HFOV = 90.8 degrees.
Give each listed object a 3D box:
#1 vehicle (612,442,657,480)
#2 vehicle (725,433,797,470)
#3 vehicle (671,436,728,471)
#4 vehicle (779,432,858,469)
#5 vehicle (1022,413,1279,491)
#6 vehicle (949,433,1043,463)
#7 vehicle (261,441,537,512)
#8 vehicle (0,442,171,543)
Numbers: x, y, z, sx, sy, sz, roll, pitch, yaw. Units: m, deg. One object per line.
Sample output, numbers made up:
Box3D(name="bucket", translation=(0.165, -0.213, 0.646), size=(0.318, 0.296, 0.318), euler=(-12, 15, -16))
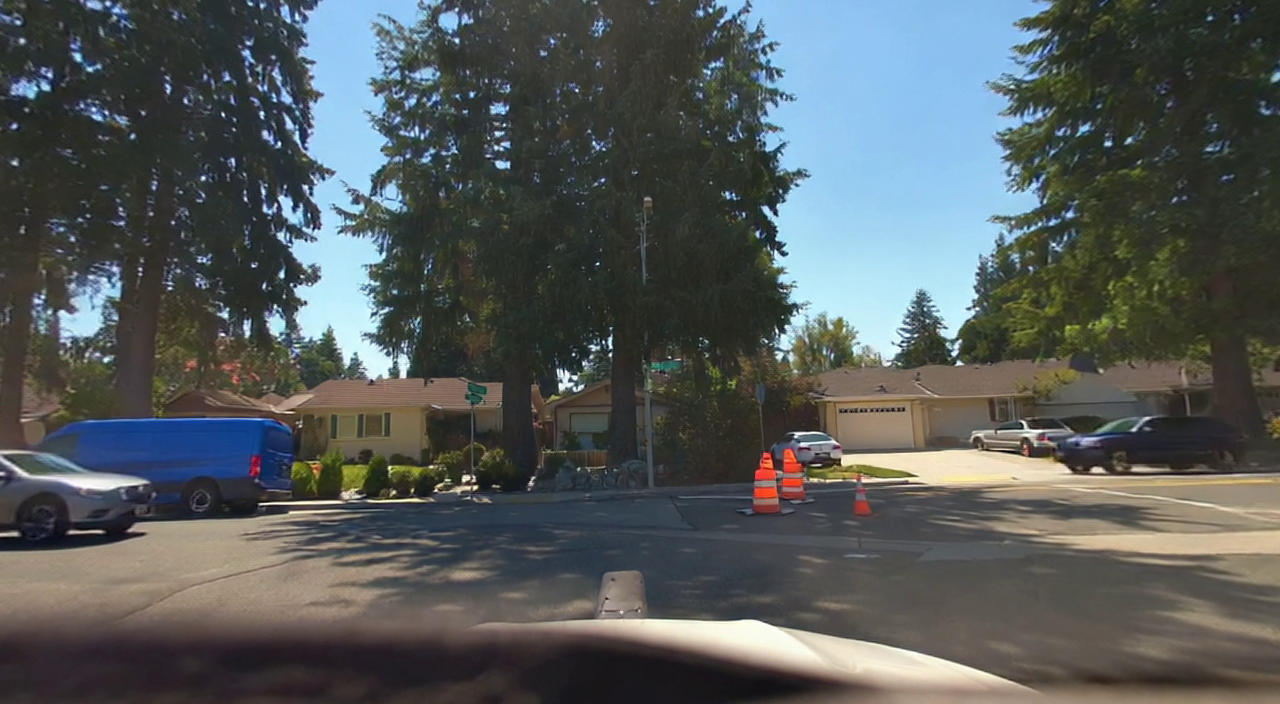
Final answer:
Box3D(name="vehicle", translation=(-0.300, 4.762, 27.930), size=(1.648, 1.430, 3.654), euler=(4, -9, -4))
Box3D(name="vehicle", translation=(5.344, 4.467, 28.498), size=(2.007, 1.555, 4.204), euler=(1, -9, -7))
Box3D(name="vehicle", translation=(2.589, 4.538, 28.357), size=(1.745, 1.461, 4.074), euler=(1, -9, -6))
Box3D(name="vehicle", translation=(8.067, 4.495, 28.963), size=(1.893, 1.529, 4.422), euler=(1, -9, -7))
Box3D(name="vehicle", translation=(13.078, 2.575, 16.369), size=(5.047, 1.851, 2.103), euler=(1, -9, -5))
Box3D(name="vehicle", translation=(23.388, 6.295, 41.629), size=(4.984, 1.912, 2.132), euler=(1, -8, -5))
Box3D(name="vehicle", translation=(-6.368, 3.413, 17.784), size=(6.643, 1.777, 2.925), euler=(1, -8, -6))
Box3D(name="vehicle", translation=(-11.332, 2.350, 10.938), size=(4.684, 1.556, 2.087), euler=(0, -8, -1))
